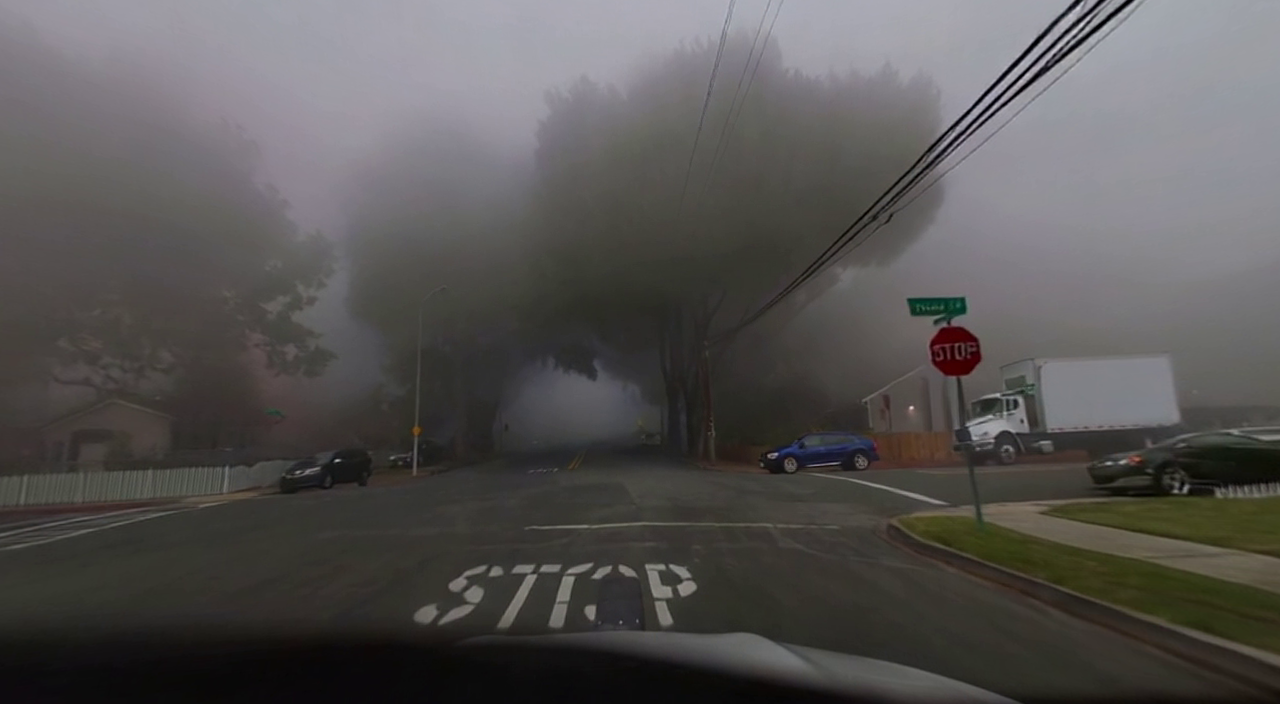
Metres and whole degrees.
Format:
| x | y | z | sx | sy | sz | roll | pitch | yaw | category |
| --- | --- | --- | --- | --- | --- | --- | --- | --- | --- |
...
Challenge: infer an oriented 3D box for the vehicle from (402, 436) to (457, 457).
| x | y | z | sx | sy | sz | roll | pitch | yaw | category |
| --- | --- | --- | --- | --- | --- | --- | --- | --- | --- |
| -16.347 | 7.345 | 49.190 | 3.911 | 1.515 | 1.802 | 2 | -9 | -14 | vehicle |

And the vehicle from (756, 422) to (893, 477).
| x | y | z | sx | sy | sz | roll | pitch | yaw | category |
| --- | --- | --- | --- | --- | --- | --- | --- | --- | --- |
| 6.088 | 3.265 | 21.246 | 3.867 | 1.710 | 2.107 | 1 | -8 | -5 | vehicle |

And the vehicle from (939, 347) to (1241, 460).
| x | y | z | sx | sy | sz | roll | pitch | yaw | category |
| --- | --- | --- | --- | --- | --- | --- | --- | --- | --- |
| 14.793 | 1.809 | 21.320 | 7.759 | 3.523 | 2.930 | 0 | -8 | 0 | vehicle |

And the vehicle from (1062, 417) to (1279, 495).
| x | y | z | sx | sy | sz | roll | pitch | yaw | category |
| --- | --- | --- | --- | --- | --- | --- | --- | --- | --- |
| 11.850 | 2.164 | 13.333 | 4.488 | 1.507 | 1.954 | 0 | -8 | -2 | vehicle |
